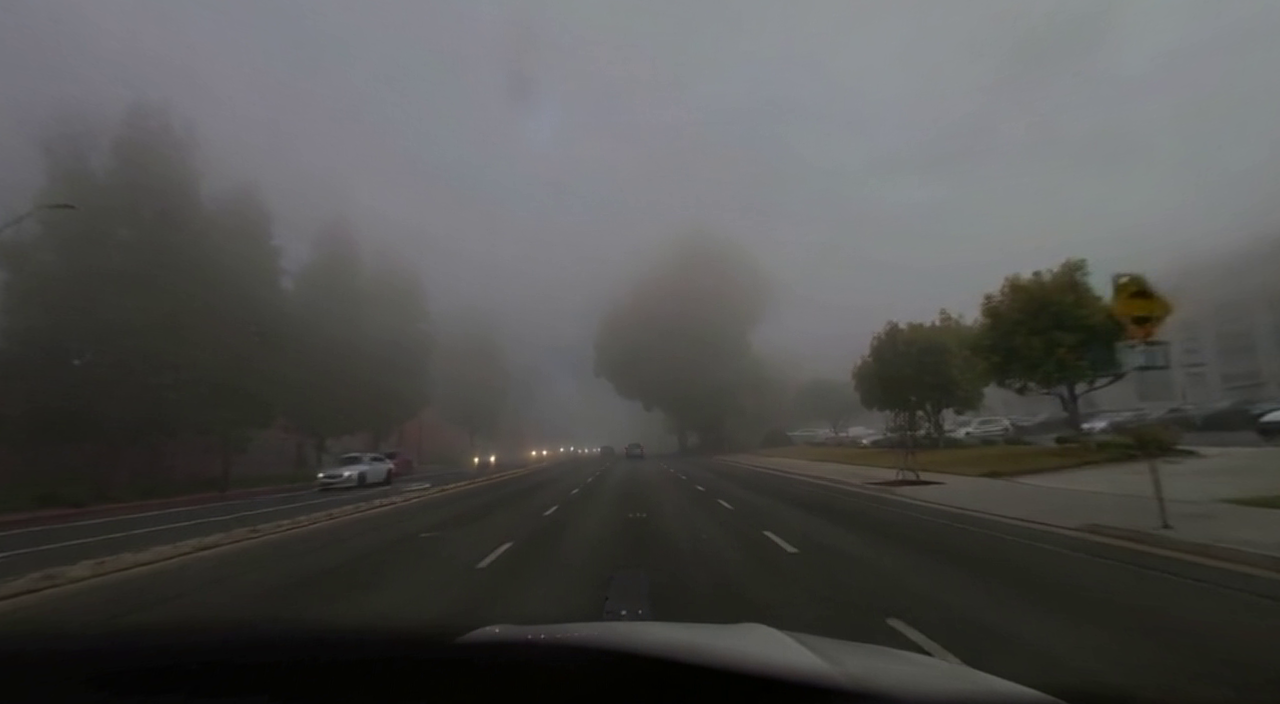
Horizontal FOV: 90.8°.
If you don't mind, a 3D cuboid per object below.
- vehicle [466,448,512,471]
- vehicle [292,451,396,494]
[{"bbox_3d":[-10.578,7.543,44.608,2.020,1.490,4.657,-1,-9,2],"label":"vehicle"},{"bbox_3d":[-11.790,4.803,25.551,1.945,1.492,4.672,0,-9,0],"label":"vehicle"}]
